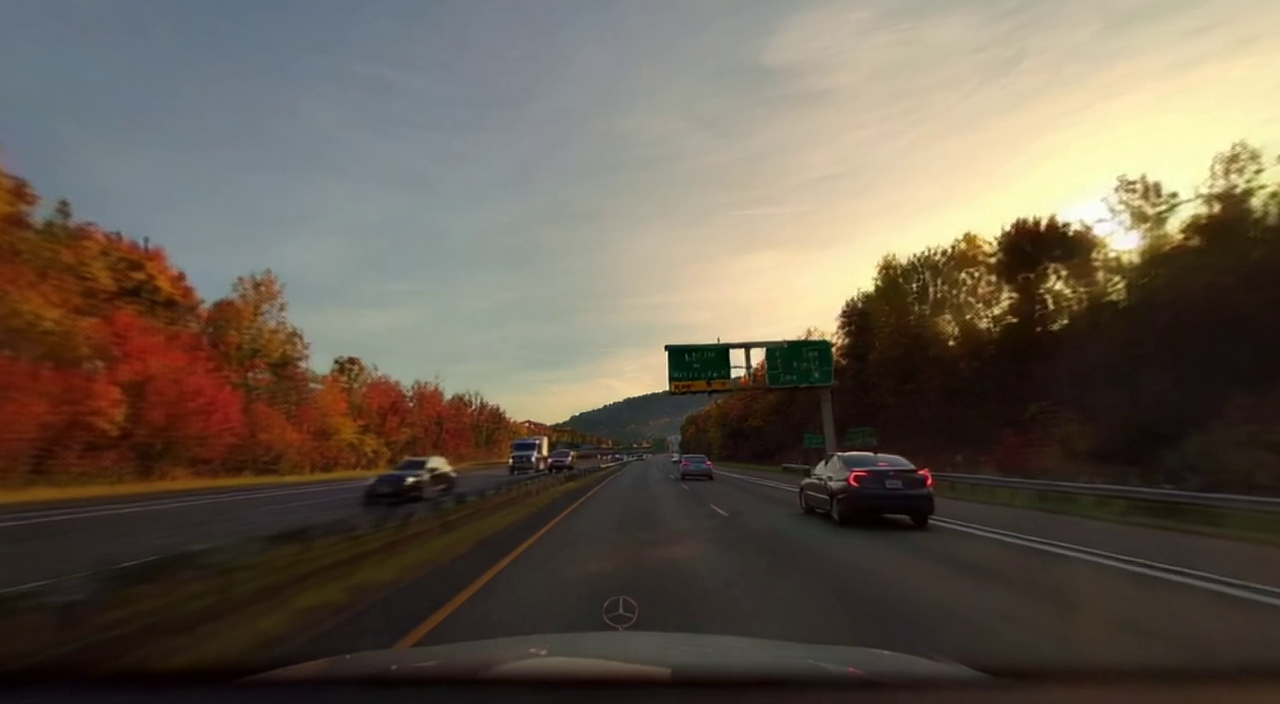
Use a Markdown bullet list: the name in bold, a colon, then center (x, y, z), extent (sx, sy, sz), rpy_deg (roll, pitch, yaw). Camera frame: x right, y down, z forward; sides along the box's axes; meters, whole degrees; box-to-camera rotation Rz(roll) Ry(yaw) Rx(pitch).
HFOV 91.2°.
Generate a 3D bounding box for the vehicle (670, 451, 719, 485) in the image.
- **vehicle**: center (2.664, 5.794, 31.623), extent (2.070, 1.546, 4.648), rpy_deg (0, -9, 1)

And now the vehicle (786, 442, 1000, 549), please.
- **vehicle**: center (4.271, 2.471, 11.496), extent (2.119, 1.557, 4.163), rpy_deg (0, -9, -1)

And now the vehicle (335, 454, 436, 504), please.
- **vehicle**: center (-8.879, 4.433, 22.249), extent (1.888, 1.527, 3.957), rpy_deg (0, -9, 0)
